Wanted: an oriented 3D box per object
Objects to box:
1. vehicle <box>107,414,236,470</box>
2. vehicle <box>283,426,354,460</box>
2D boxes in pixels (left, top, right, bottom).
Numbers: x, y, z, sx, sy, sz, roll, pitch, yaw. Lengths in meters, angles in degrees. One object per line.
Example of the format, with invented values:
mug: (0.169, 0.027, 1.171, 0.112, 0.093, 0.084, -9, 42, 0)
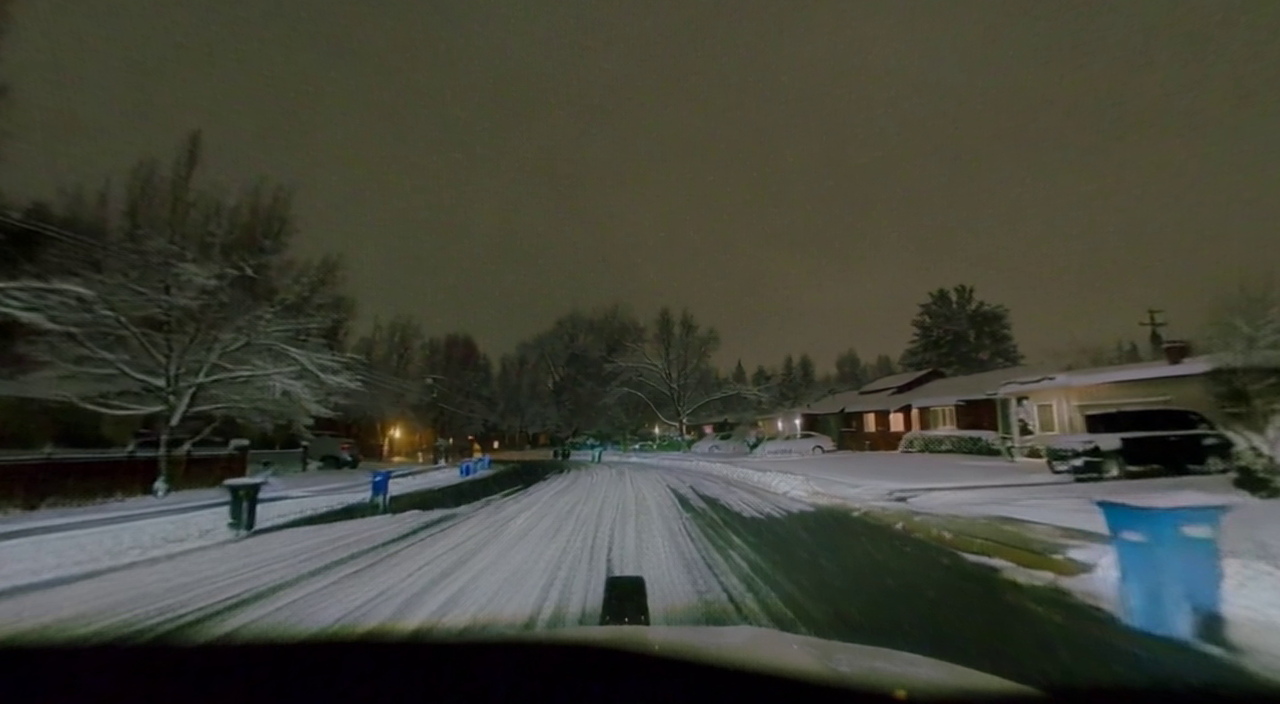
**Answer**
vehicle: (-17.845, 3.474, 24.327, 2.276, 1.948, 4.164, 2, -9, -11)
vehicle: (-19.903, 5.676, 39.271, 2.407, 1.912, 5.091, 1, -9, -9)
